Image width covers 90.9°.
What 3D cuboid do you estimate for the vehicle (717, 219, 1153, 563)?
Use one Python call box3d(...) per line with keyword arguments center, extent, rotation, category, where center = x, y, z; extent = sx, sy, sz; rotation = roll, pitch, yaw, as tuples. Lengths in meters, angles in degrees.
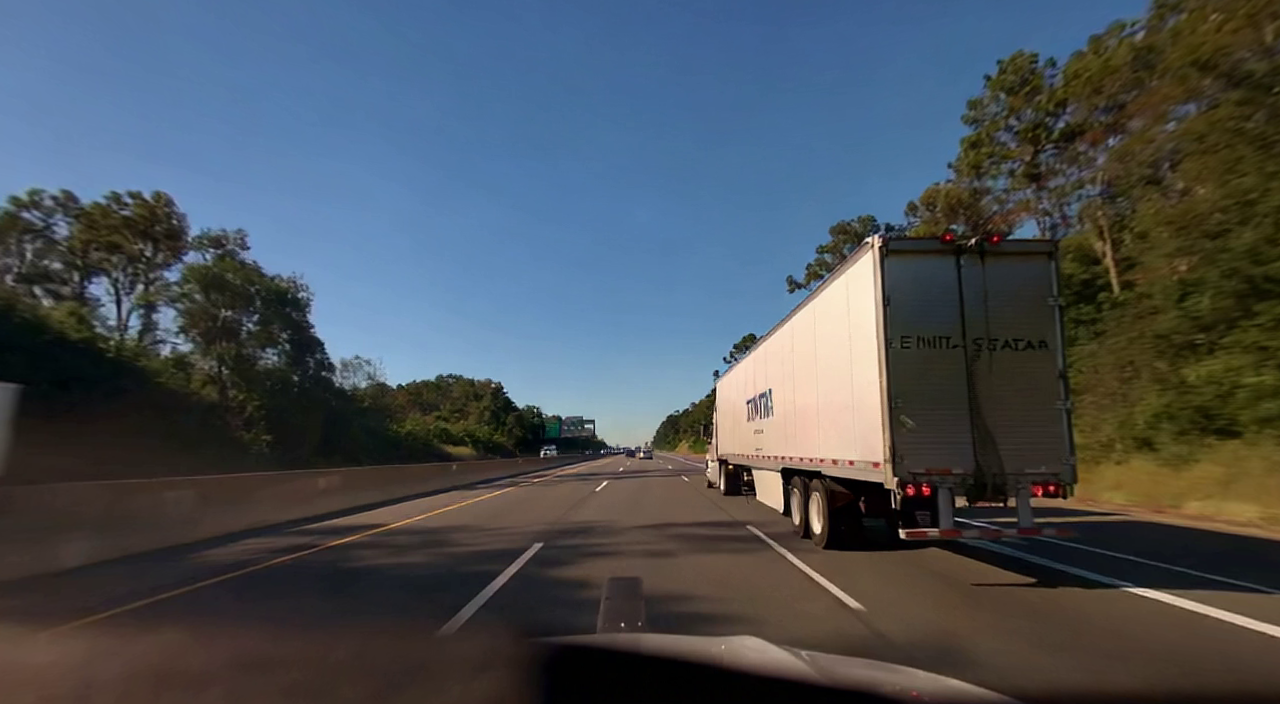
box3d(center=(4.200, 1.481, 14.369), extent=(2.947, 4.020, 14.220), rotation=(0, -9, -1), category="vehicle")
